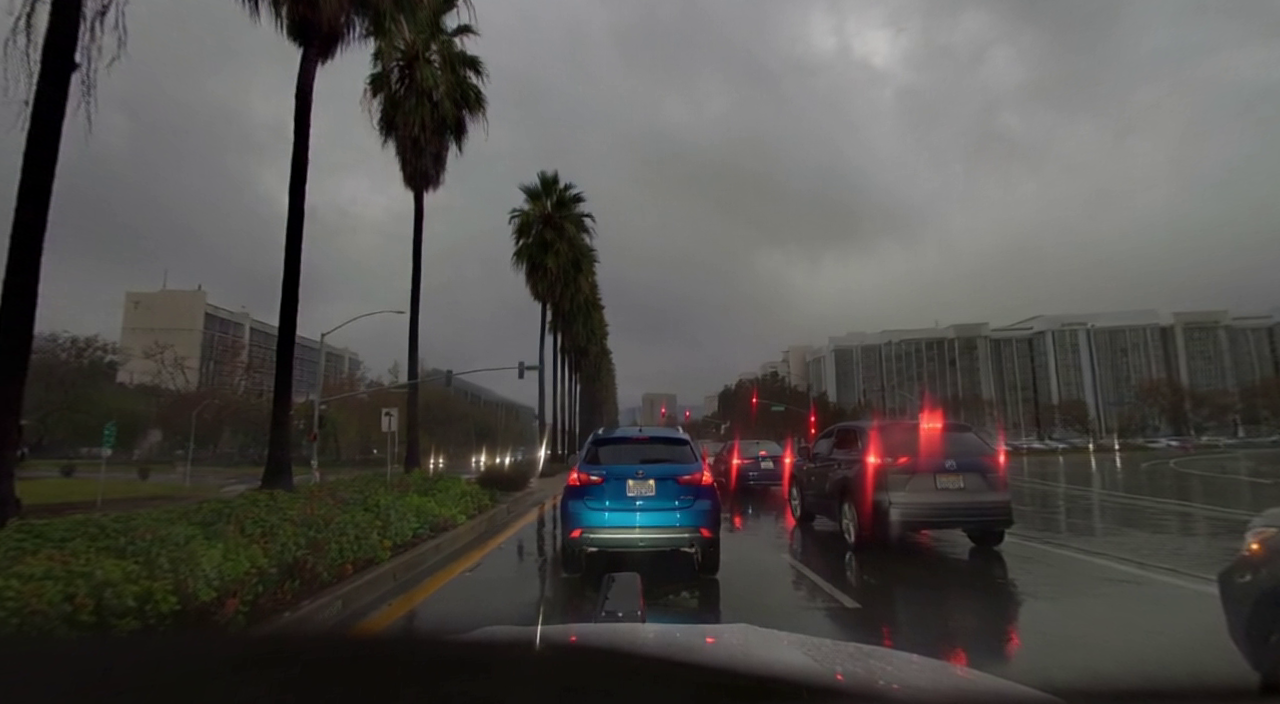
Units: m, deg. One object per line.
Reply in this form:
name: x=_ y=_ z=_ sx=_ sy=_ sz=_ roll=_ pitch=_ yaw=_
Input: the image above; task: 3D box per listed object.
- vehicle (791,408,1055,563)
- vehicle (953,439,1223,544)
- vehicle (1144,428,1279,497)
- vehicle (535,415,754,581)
vehicle: x=3.680 y=1.818 z=9.233 sx=1.947 sy=1.725 sz=4.159 roll=0 pitch=-9 yaw=1
vehicle: x=7.378 y=2.295 z=11.032 sx=1.832 sy=1.477 sz=3.981 roll=0 pitch=-9 yaw=1
vehicle: x=18.062 y=3.202 z=18.476 sx=4.786 sy=1.848 sz=2.107 roll=0 pitch=-9 yaw=-1
vehicle: x=0.041 y=1.705 z=8.121 sx=2.083 sy=1.572 sz=4.021 roll=0 pitch=-9 yaw=0
